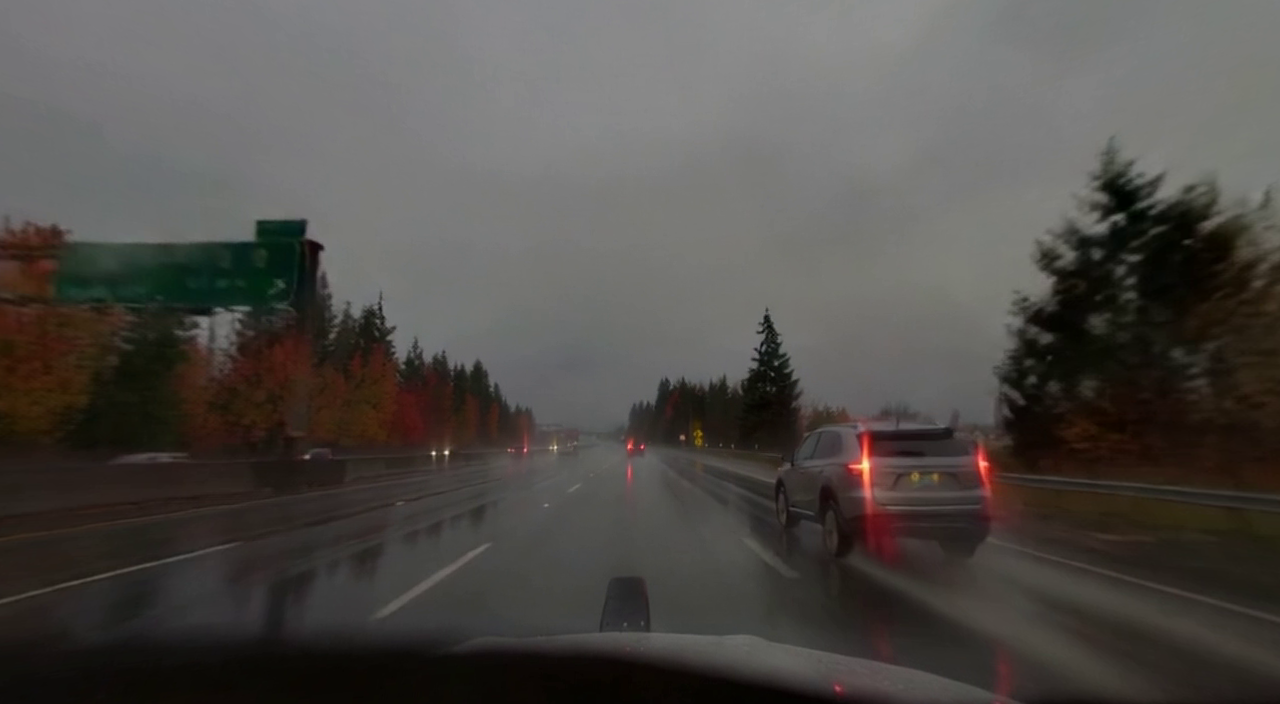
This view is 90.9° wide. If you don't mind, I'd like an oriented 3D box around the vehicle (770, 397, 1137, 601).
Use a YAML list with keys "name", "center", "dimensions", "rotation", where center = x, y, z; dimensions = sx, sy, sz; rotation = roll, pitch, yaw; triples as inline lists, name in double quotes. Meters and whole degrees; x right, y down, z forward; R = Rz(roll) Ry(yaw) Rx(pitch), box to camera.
- name: "vehicle"
  center: [3.091, 1.554, 7.496]
  dimensions: [2.120, 1.706, 4.226]
  rotation: [0, -8, -1]
